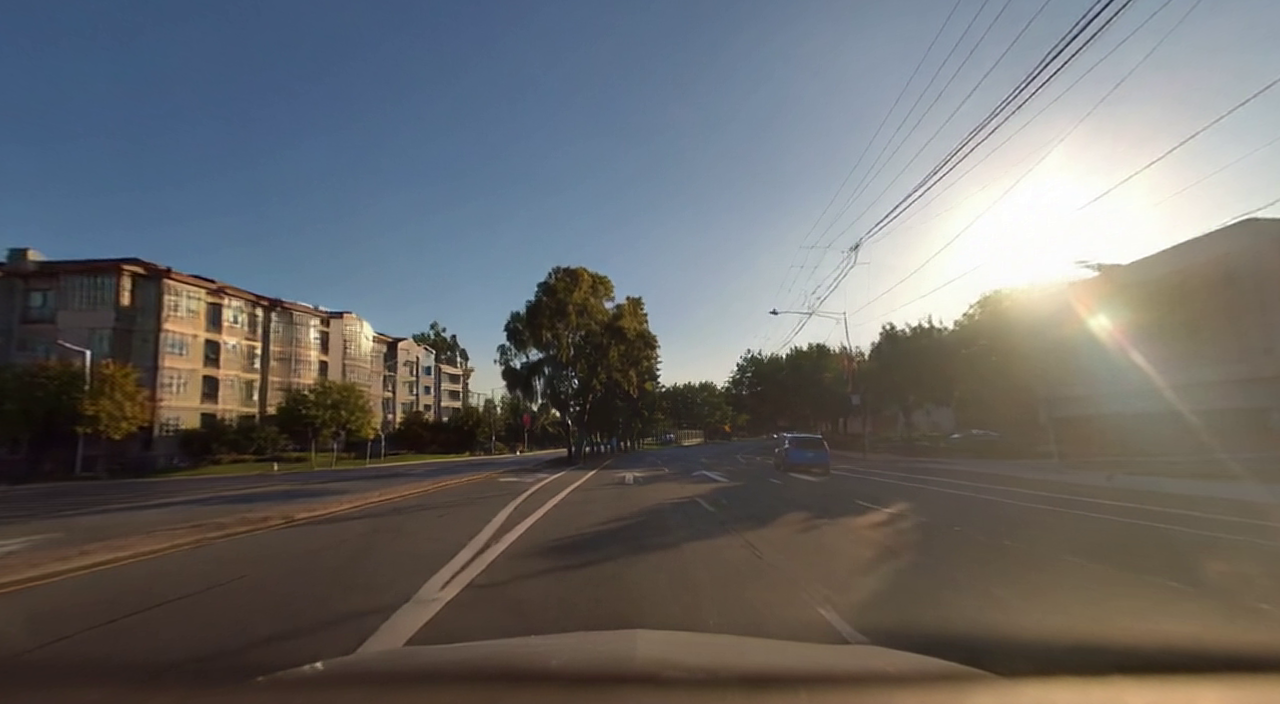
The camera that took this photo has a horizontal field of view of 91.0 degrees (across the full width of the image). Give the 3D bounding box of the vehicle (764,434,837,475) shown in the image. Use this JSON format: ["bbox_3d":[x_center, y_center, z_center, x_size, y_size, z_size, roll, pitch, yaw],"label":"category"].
[{"bbox_3d":[6.247,4.029,24.959,1.908,1.476,3.880,0,-9,1],"label":"vehicle"}]
